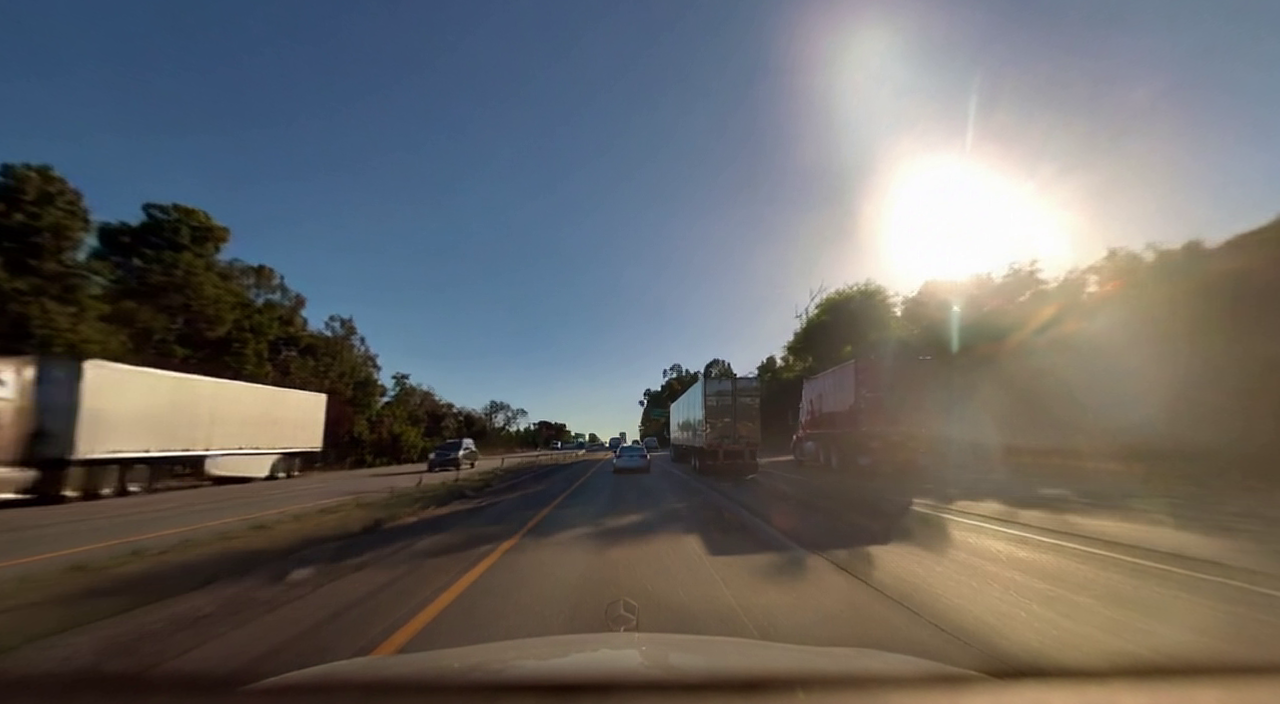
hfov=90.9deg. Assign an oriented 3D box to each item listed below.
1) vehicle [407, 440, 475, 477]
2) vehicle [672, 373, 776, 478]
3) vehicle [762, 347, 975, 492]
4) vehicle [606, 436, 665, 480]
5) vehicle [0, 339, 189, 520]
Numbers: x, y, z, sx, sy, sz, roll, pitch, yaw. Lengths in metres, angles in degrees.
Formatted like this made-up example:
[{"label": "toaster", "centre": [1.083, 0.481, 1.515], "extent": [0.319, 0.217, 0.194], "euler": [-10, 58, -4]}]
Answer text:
[{"label": "vehicle", "centre": [-8.663, 4.648, 27.762], "extent": [1.841, 1.488, 3.664], "euler": [0, -8, -1]}, {"label": "vehicle", "centre": [3.670, 3.811, 31.979], "extent": [2.888, 4.099, 14.183], "euler": [0, -8, -2]}, {"label": "vehicle", "centre": [7.865, 2.829, 25.030], "extent": [2.876, 4.111, 14.145], "euler": [0, -8, -1]}, {"label": "vehicle", "centre": [-0.218, 3.930, 23.685], "extent": [2.038, 1.477, 3.773], "euler": [0, -8, -1]}, {"label": "vehicle", "centre": [-16.675, 2.197, 17.362], "extent": [3.135, 4.207, 7.042], "euler": [0, -9, -1]}]
